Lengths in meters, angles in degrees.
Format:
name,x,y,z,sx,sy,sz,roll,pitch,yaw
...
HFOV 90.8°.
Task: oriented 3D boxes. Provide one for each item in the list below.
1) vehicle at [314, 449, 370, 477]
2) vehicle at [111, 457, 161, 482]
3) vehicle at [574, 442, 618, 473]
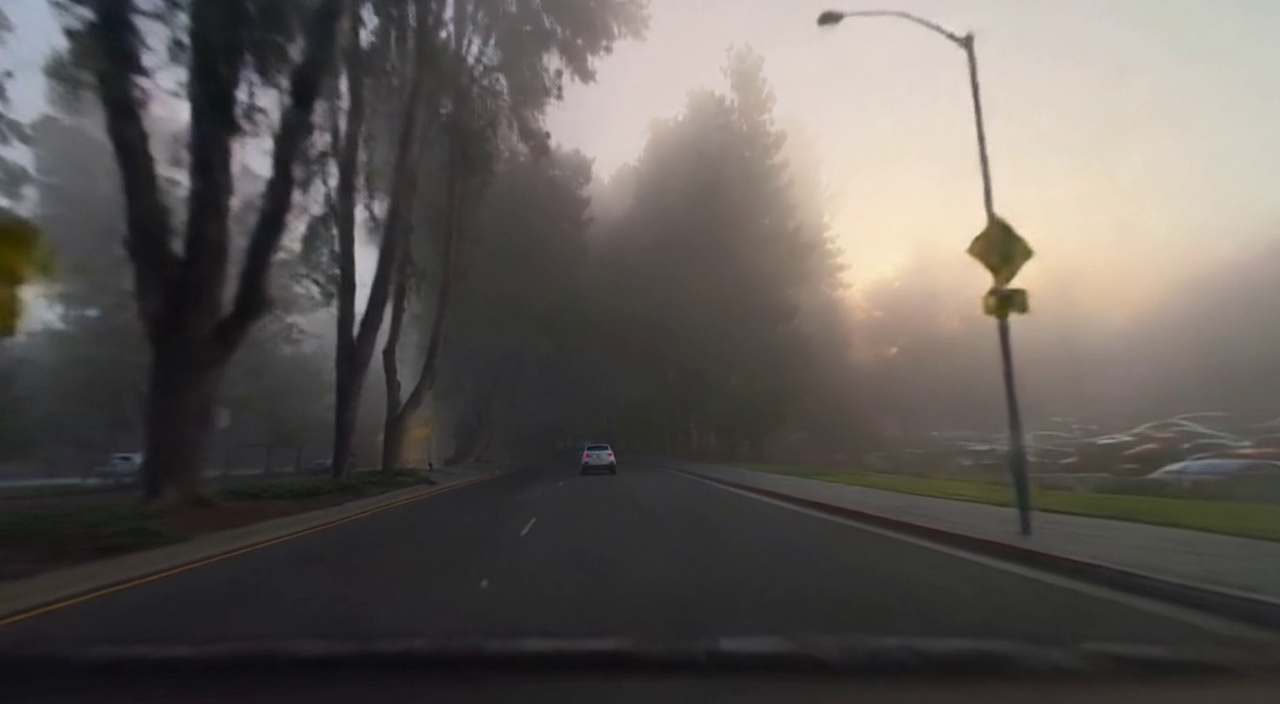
name,x,y,z,sx,sy,sz,roll,pitch,yaw
vehicle,-21.846,8.123,46.537,2.109,1.858,5.253,1,-9,-7
vehicle,-34.724,8.052,43.611,1.809,1.551,4.352,4,-10,-27
vehicle,-2.265,5.459,32.969,2.142,1.501,4.273,0,-9,-4
